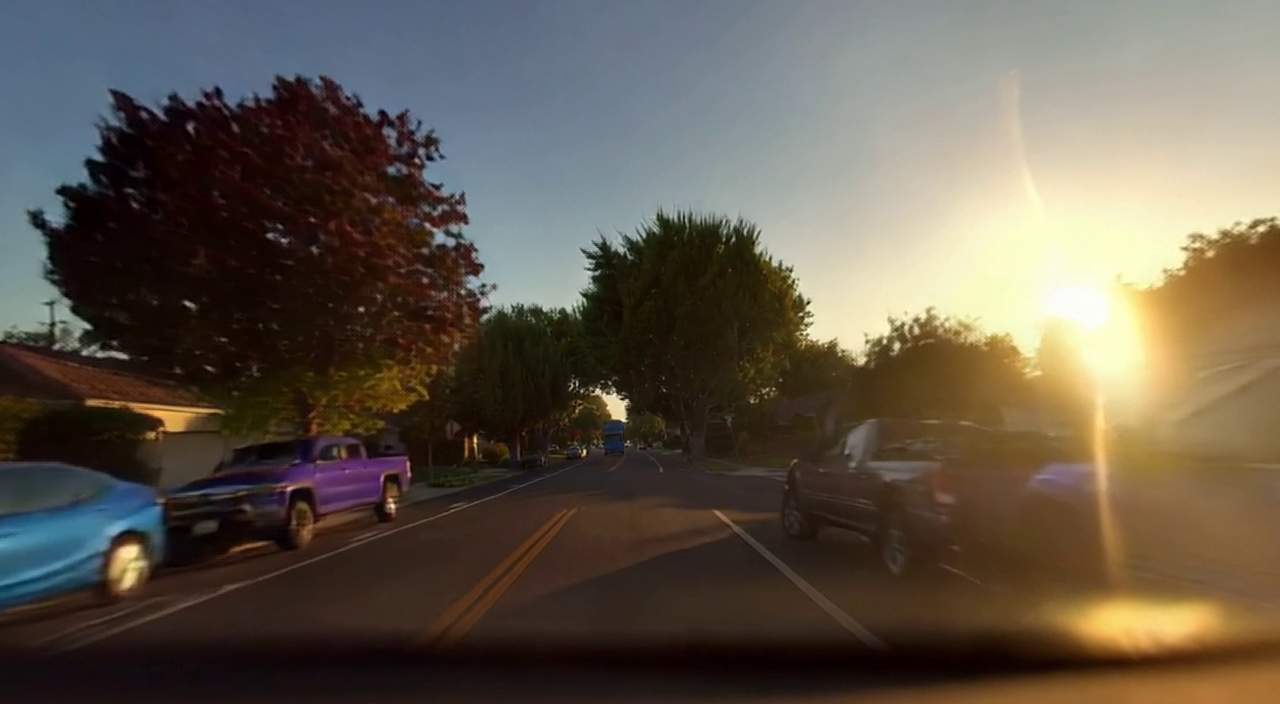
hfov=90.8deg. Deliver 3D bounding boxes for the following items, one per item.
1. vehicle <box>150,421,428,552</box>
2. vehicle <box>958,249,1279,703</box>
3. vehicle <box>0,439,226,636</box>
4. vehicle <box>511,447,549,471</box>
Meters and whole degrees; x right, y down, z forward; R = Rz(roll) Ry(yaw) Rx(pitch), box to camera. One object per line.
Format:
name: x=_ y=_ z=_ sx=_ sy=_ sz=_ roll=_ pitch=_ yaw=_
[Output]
vehicle: x=-6.557 y=2.576 z=12.983 sx=2.302 sy=2.059 sz=5.758 roll=0 pitch=-9 yaw=1
vehicle: x=3.446 y=0.559 z=1.545 sx=2.332 sy=2.044 sz=5.695 roll=0 pitch=-9 yaw=0
vehicle: x=-6.862 y=1.771 z=6.236 sx=2.005 sy=1.785 sz=5.179 roll=0 pitch=-9 yaw=0
vehicle: x=-8.572 y=8.356 z=49.699 sx=2.119 sy=1.775 sz=4.643 roll=0 pitch=-9 yaw=1
